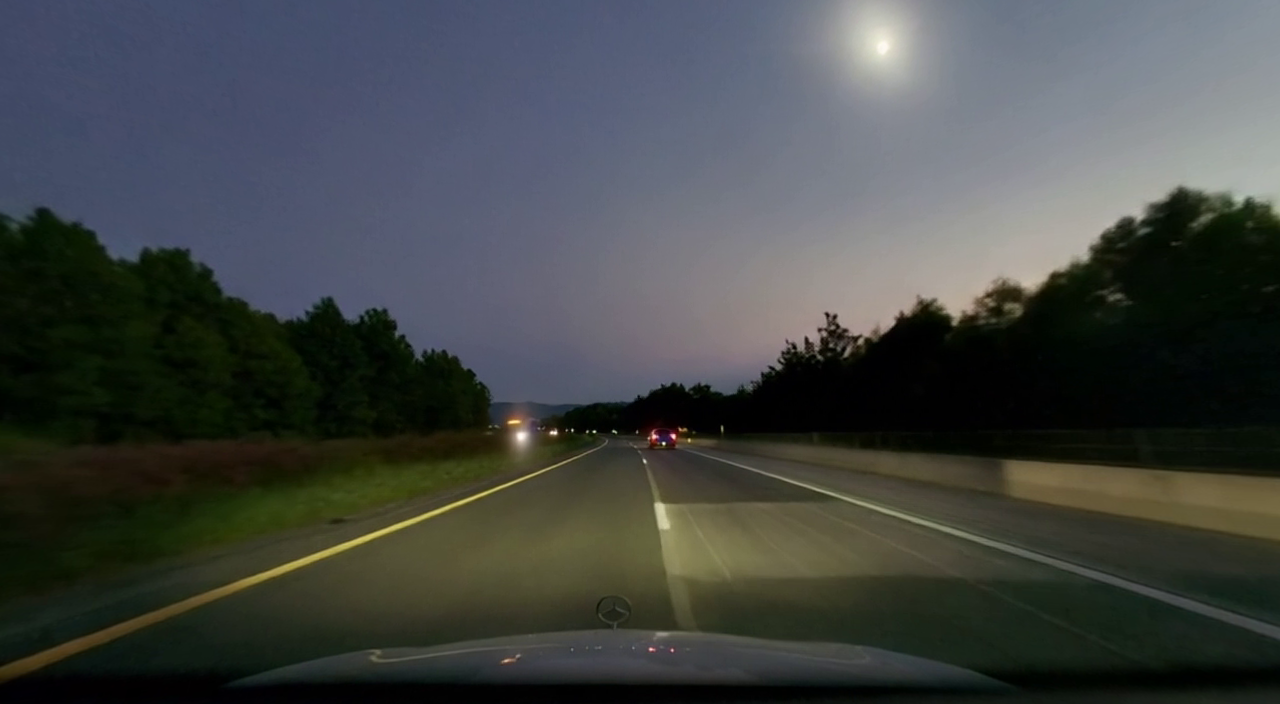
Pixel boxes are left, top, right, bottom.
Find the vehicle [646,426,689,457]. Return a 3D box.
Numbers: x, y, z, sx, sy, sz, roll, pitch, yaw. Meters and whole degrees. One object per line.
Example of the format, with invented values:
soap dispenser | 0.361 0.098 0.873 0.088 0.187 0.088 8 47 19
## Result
vehicle | 1.607 5.458 38.552 2.240 1.801 4.545 0 -8 -2
